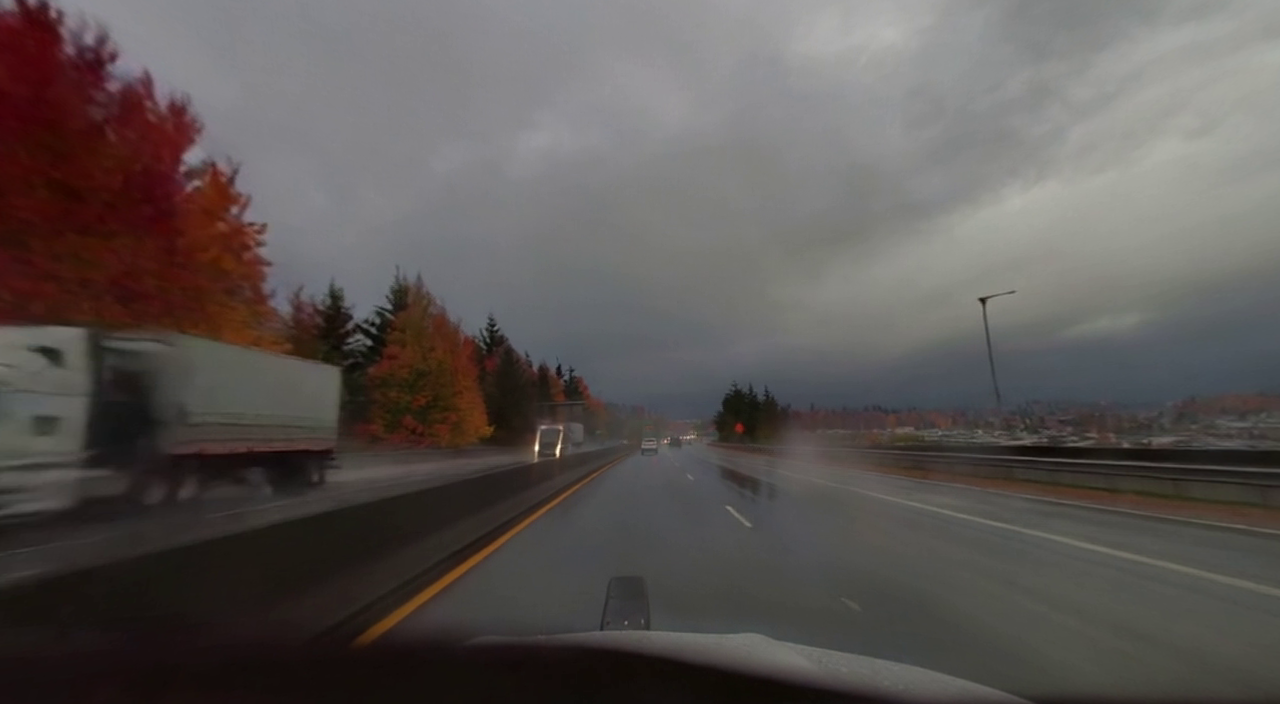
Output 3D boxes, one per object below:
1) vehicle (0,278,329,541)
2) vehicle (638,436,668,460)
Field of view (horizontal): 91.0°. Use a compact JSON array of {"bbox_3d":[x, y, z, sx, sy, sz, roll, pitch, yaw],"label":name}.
[{"bbox_3d":[-11.668,1.502,14.034,2.982,4.126,12.745,0,-8,0],"label":"vehicle"},{"bbox_3d":[0.845,6.407,42.111,1.924,1.498,3.817,0,-8,1],"label":"vehicle"}]
